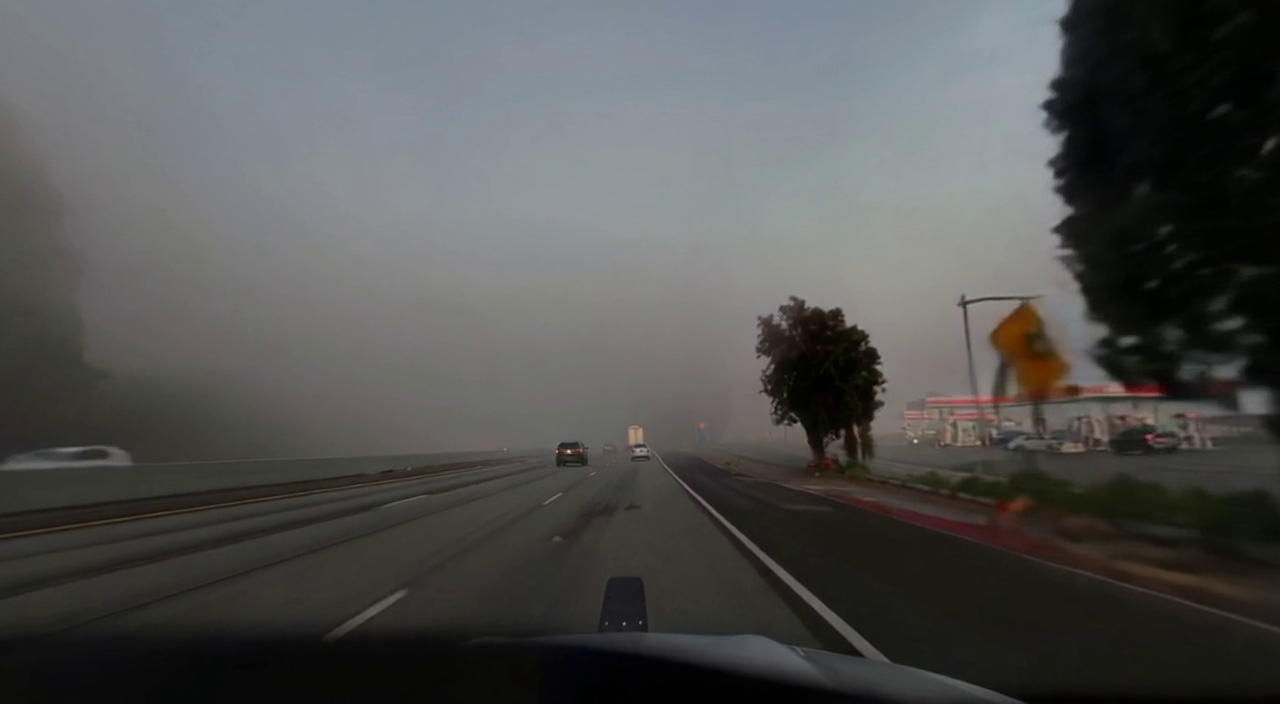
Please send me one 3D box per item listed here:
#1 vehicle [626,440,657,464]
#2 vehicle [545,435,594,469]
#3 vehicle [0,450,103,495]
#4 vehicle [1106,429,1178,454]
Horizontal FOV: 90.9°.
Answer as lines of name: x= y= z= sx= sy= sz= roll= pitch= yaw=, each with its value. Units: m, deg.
vehicle: x=0.067 y=6.908 z=43.712 sx=1.982 sy=1.524 sz=3.800 roll=0 pitch=-9 yaw=-2
vehicle: x=-4.059 y=5.878 z=37.163 sx=2.273 sy=1.884 sz=4.515 roll=0 pitch=-9 yaw=1
vehicle: x=-24.644 y=4.786 z=25.508 sx=1.850 sy=1.618 sz=4.548 roll=0 pitch=-9 yaw=-1
vehicle: x=30.584 y=5.456 z=38.382 sx=4.664 sy=1.408 sz=1.774 roll=5 pitch=-10 yaw=-30
